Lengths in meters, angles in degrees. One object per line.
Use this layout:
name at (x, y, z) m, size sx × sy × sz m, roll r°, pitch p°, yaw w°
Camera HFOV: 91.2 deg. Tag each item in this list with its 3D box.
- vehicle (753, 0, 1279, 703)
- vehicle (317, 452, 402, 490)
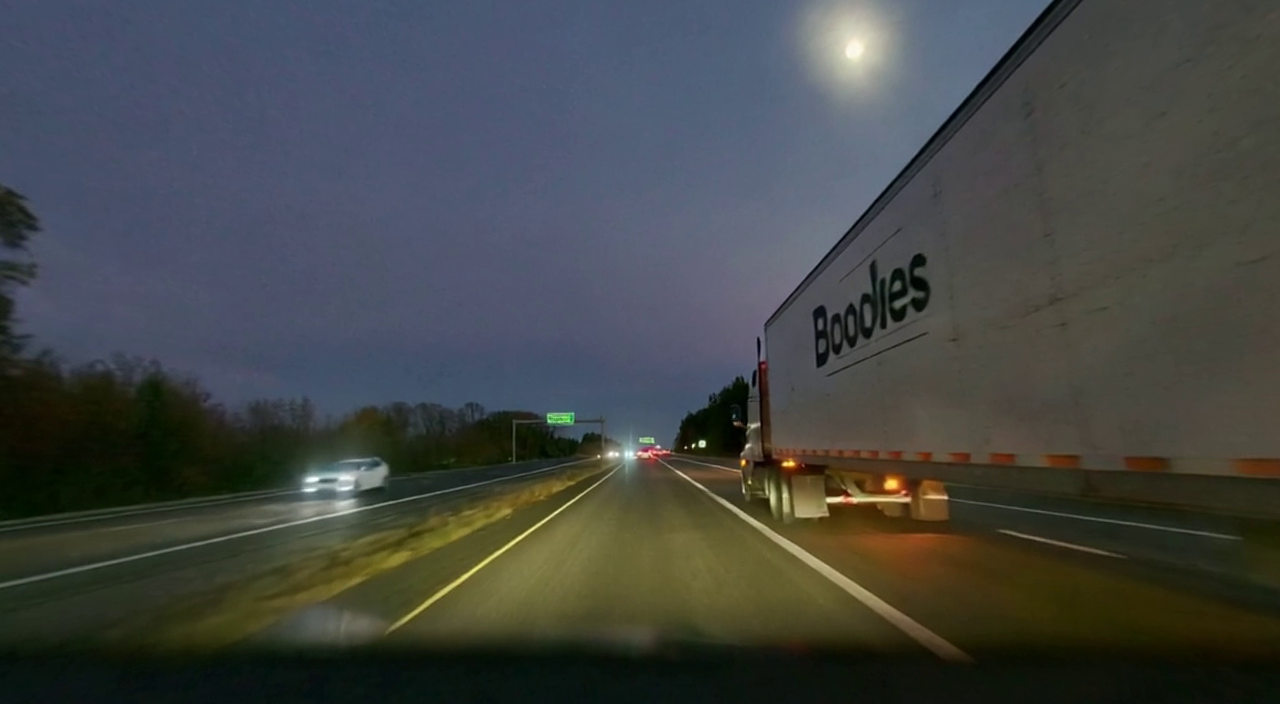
vehicle at (4.346, 0.148, 5.606) m, size 3.537 × 4.071 × 17.399 m, roll 0°, pitch -9°, yaw 0°
vehicle at (-12.878, 5.452, 29.073) m, size 1.917 × 1.615 × 4.189 m, roll -1°, pitch -9°, yaw 1°
